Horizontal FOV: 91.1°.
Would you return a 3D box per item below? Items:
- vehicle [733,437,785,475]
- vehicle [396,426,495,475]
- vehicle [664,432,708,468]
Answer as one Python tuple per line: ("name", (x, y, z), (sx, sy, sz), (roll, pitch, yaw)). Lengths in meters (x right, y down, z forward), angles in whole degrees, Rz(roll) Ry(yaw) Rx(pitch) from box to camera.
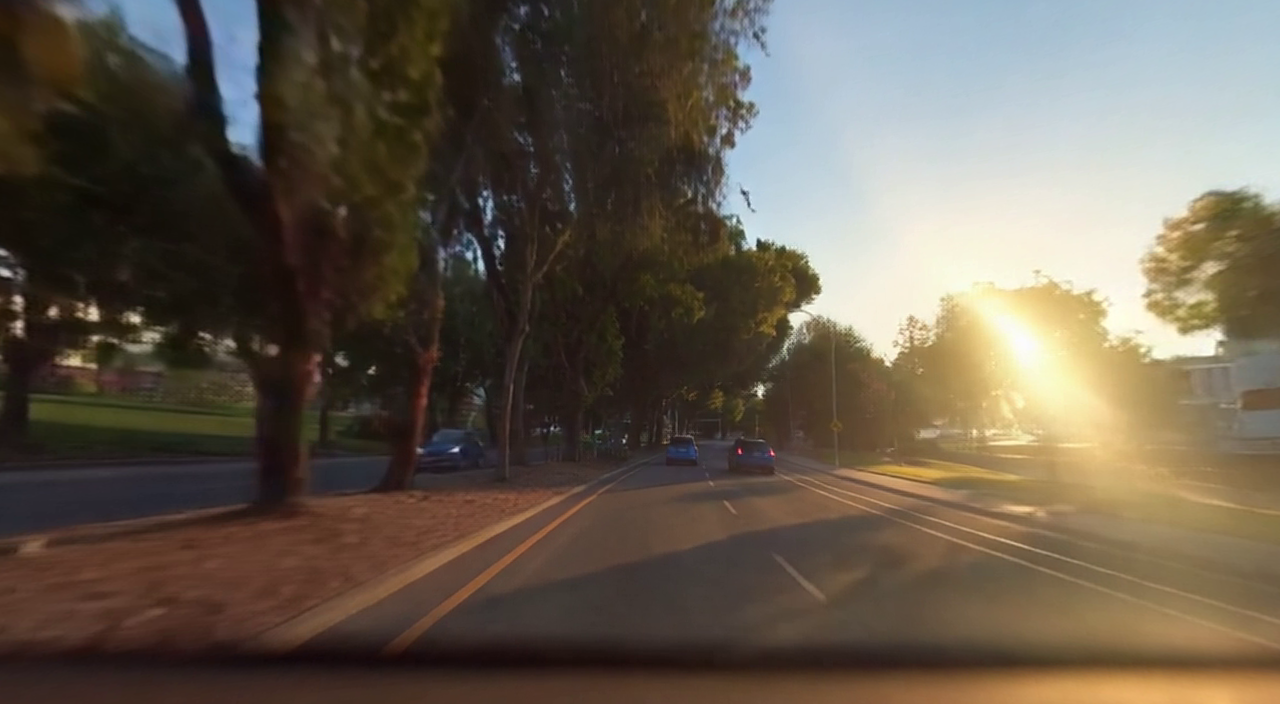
("vehicle", (5.655, 4.987, 30.361), (1.971, 1.663, 4.287), (0, -8, 4))
("vehicle", (-7.308, 3.764, 24.142), (1.981, 1.652, 4.609), (-1, -8, 5))
("vehicle", (2.555, 5.337, 34.457), (2.251, 1.822, 4.391), (-1, -8, 6))
